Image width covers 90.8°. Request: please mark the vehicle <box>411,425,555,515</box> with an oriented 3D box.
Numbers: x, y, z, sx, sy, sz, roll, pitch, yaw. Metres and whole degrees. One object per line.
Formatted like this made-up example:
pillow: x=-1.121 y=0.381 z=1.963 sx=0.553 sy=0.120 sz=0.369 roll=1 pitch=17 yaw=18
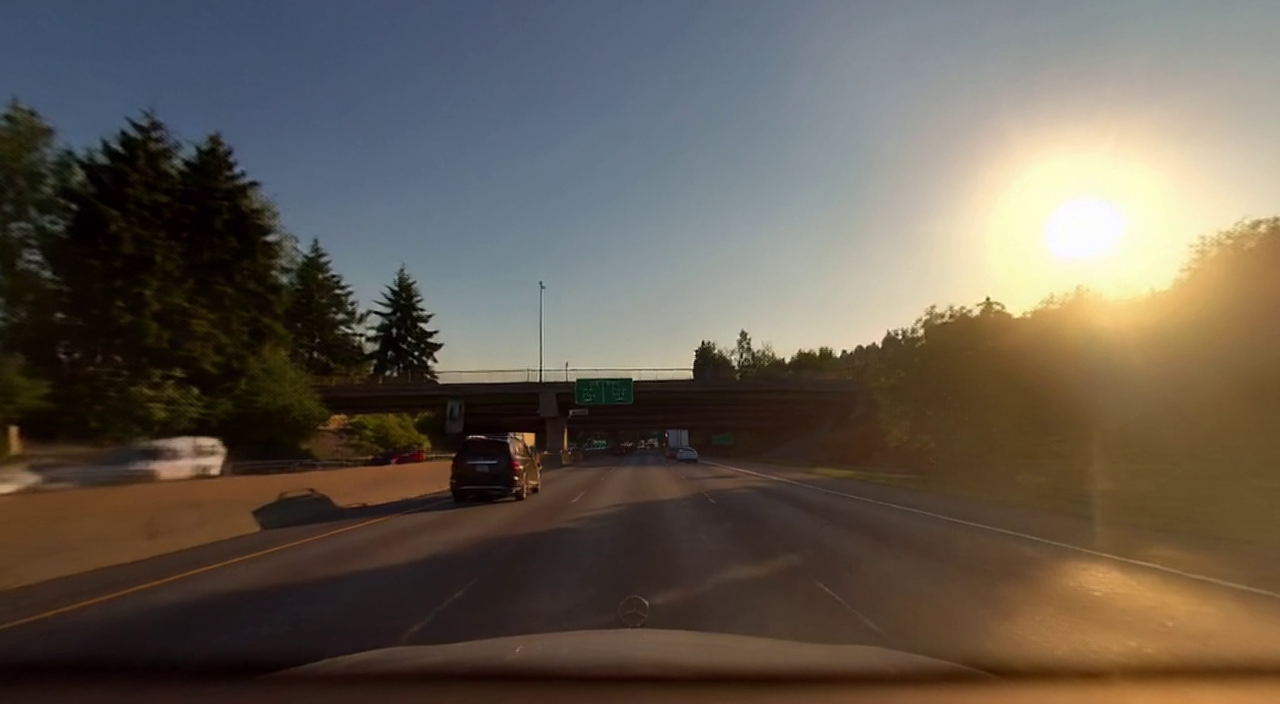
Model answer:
vehicle: x=-3.465 y=2.732 z=15.034 sx=2.238 sy=1.792 sz=4.518 roll=0 pitch=-9 yaw=0
